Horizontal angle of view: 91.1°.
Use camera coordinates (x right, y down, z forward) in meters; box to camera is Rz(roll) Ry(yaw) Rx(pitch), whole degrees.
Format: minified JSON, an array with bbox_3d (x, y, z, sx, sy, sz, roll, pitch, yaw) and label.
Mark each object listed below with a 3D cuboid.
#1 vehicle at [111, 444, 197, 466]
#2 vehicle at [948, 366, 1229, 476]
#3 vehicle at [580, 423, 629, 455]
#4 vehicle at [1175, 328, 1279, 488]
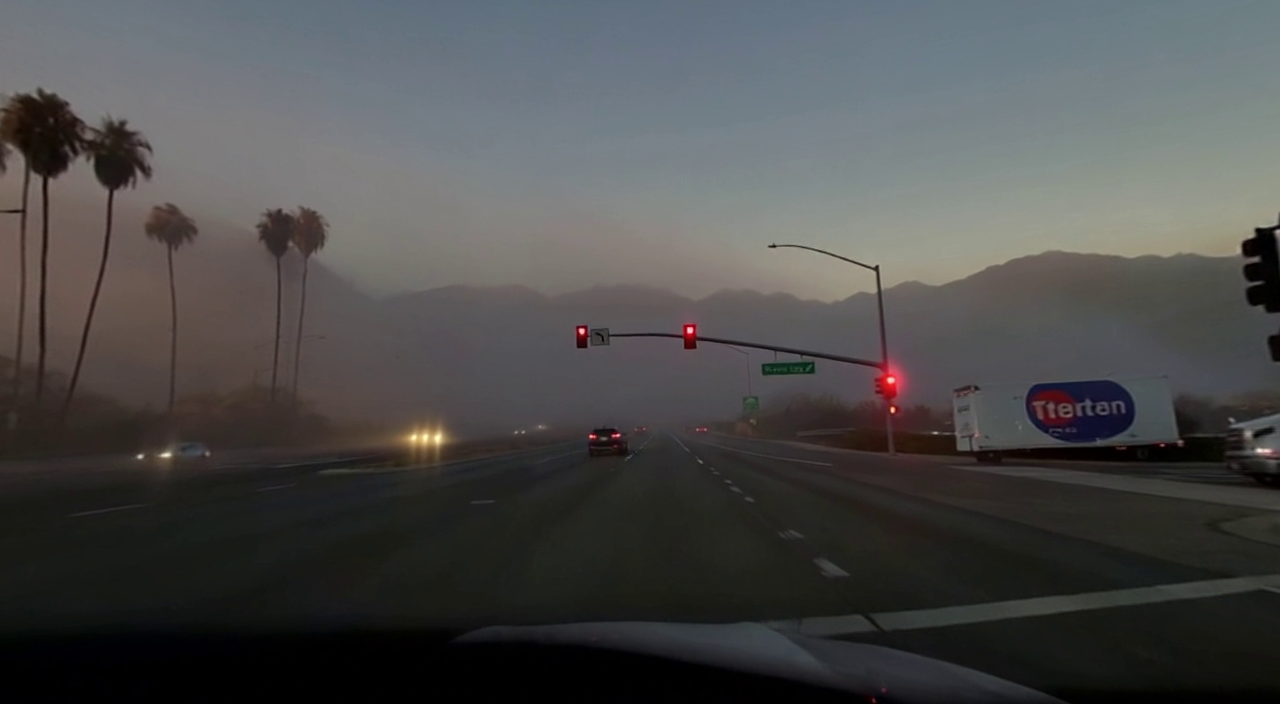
[{"bbox_3d":[-35.428,7.513,45.933,1.827,1.543,4.741,-2,-9,14],"label":"vehicle"},{"bbox_3d":[15.088,2.491,21.993,7.088,3.414,3.237,-2,-9,16],"label":"vehicle"},{"bbox_3d":[-1.958,4.988,35.956,2.287,1.712,4.537,0,-8,3],"label":"vehicle"},{"bbox_3d":[18.379,1.521,16.467,5.512,3.865,3.002,-1,-9,3],"label":"vehicle"}]
